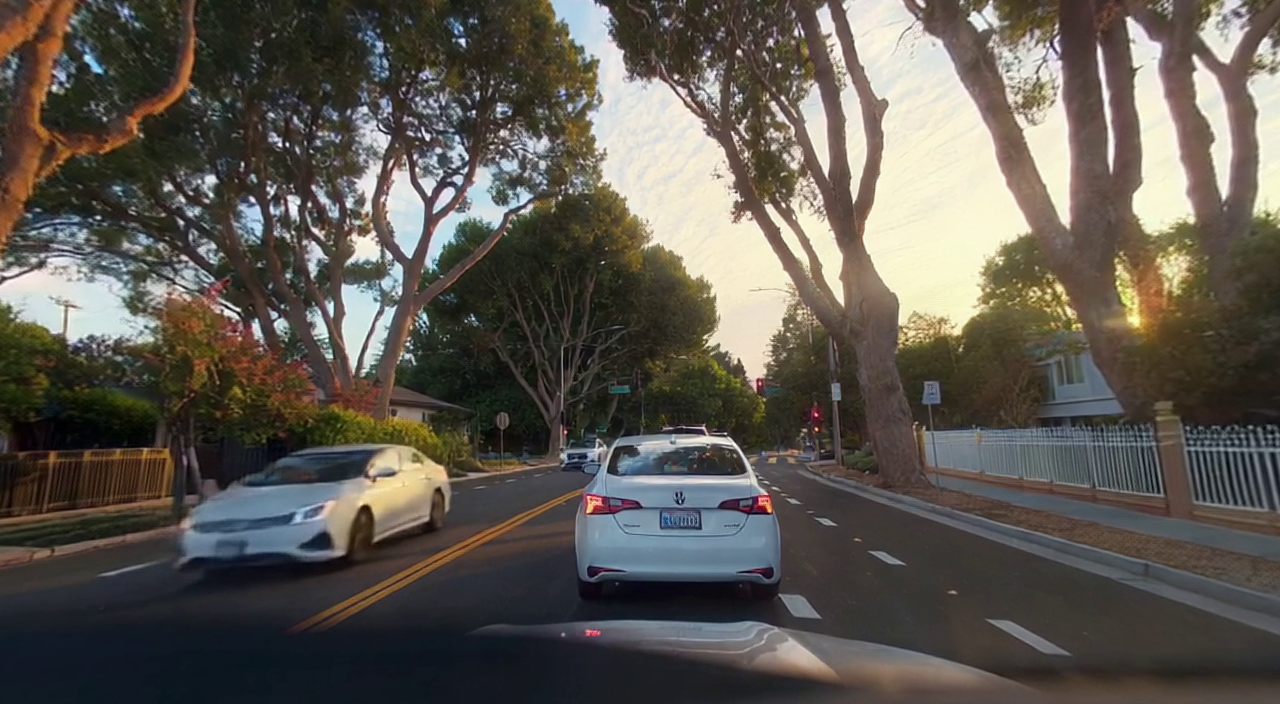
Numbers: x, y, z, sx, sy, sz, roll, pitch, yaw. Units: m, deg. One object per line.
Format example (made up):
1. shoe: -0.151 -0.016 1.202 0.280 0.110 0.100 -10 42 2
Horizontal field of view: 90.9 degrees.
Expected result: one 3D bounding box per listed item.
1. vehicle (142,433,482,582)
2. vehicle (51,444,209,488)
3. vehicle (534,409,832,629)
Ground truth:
1. vehicle: -3.910 1.898 8.677 2.060 1.479 4.462 0 -8 4
2. vehicle: -18.105 4.032 22.484 4.069 1.445 2.063 -2 -9 8
3. vehicle: 0.340 1.455 6.442 2.070 1.516 3.936 0 -8 1
